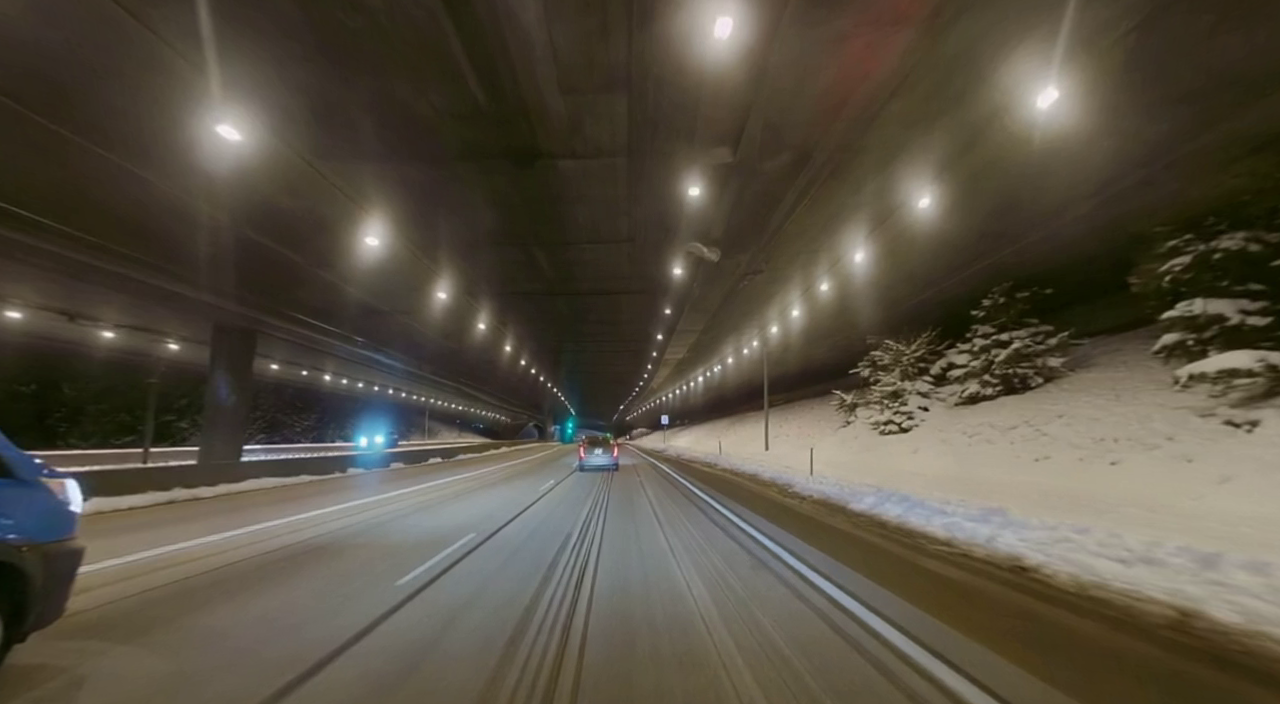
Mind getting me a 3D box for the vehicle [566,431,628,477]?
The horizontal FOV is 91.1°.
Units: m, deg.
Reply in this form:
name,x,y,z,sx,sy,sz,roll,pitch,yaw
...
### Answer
name,x,y,z,sx,sy,sz,roll,pitch,yaw
vehicle,-1.503,3.743,23.428,2.095,1.553,4.069,0,-8,-1
